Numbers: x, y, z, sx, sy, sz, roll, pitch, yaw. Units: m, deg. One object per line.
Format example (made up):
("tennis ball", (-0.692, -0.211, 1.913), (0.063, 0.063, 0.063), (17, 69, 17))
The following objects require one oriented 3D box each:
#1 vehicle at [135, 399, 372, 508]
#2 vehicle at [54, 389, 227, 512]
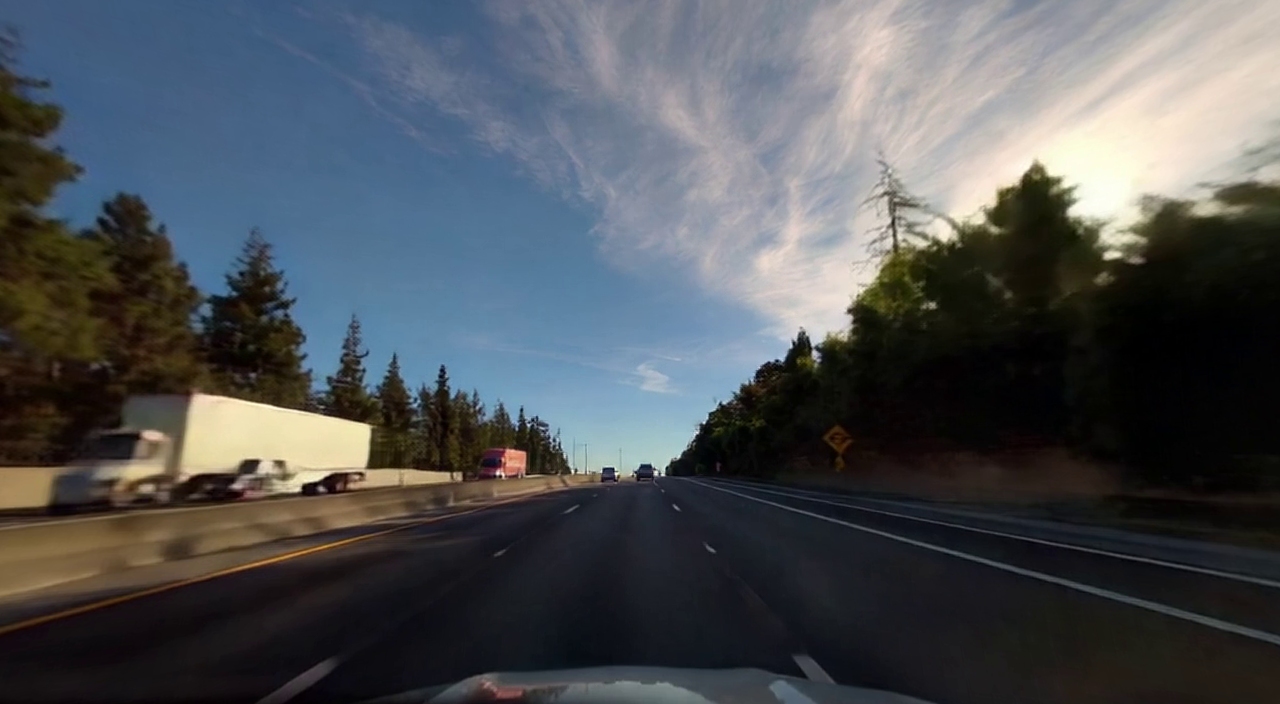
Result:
("vehicle", (-16.953, 4.896, 29.660), (2.806, 3.974, 12.703), (1, -11, 1))
("vehicle", (-17.096, 3.441, 21.877), (2.964, 3.880, 3.101), (1, -11, 1))
